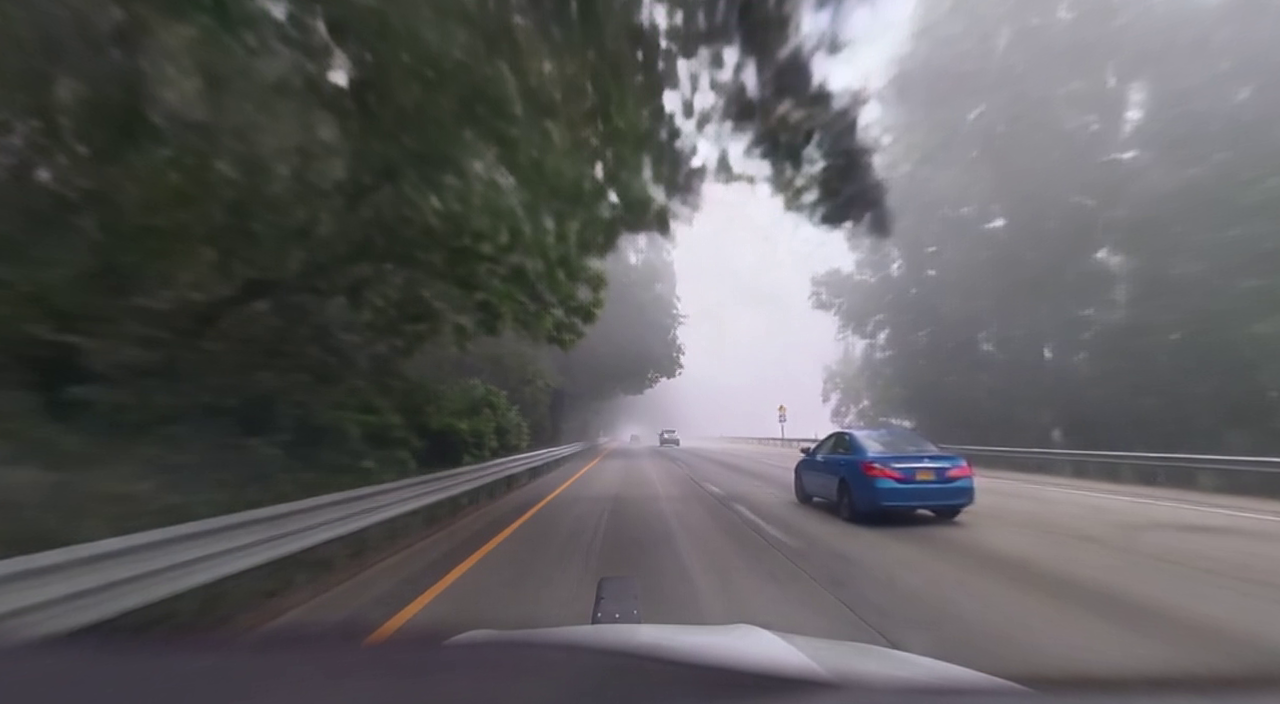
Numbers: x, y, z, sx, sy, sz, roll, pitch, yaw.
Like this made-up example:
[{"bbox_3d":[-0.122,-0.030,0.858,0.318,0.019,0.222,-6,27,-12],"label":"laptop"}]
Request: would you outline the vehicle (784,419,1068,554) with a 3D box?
[{"bbox_3d":[3.747,1.802,9.352,2.017,1.502,4.369,0,-8,-2],"label":"vehicle"}]
